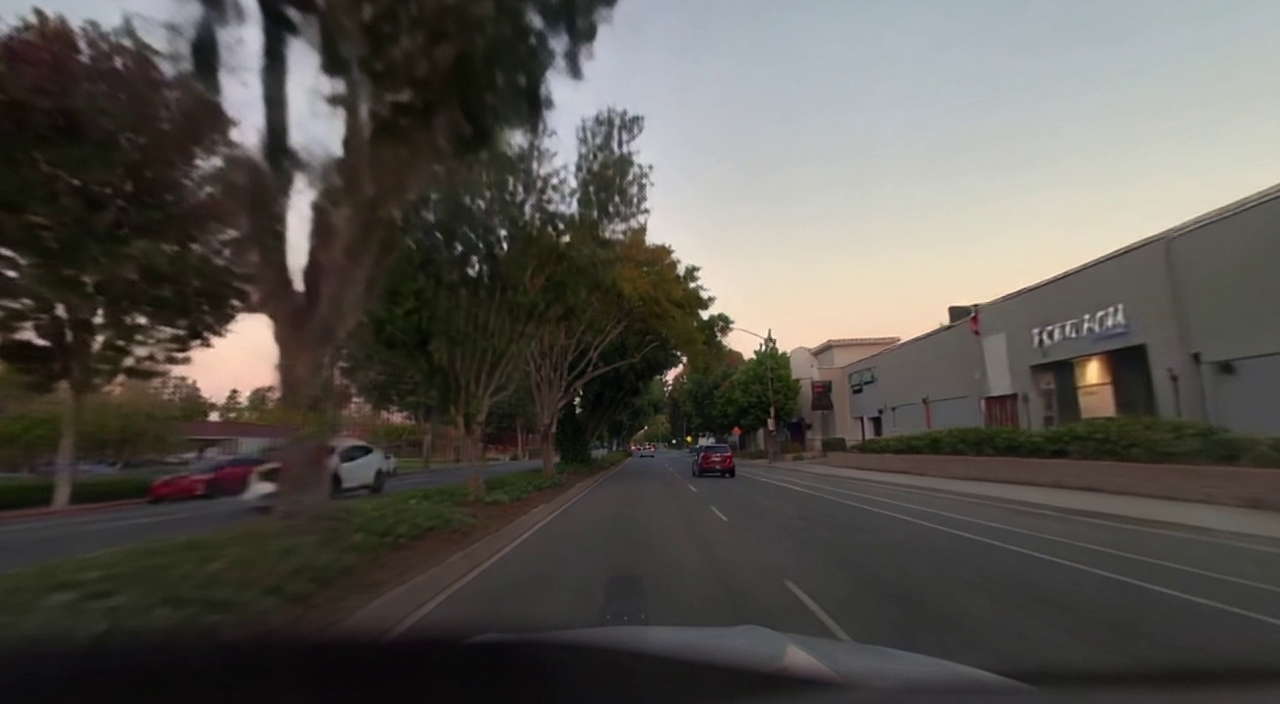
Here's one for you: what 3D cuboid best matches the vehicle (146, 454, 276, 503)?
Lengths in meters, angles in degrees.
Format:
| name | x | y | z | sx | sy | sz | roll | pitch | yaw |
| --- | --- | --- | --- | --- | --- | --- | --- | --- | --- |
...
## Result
| name | x | y | z | sx | sy | sz | roll | pitch | yaw |
| --- | --- | --- | --- | --- | --- | --- | --- | --- | --- |
| vehicle | -16.406 | 4.819 | 24.459 | 1.848 | 1.641 | 4.644 | 0 | -8 | -1 |

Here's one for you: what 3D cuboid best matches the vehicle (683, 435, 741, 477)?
| name | x | y | z | sx | sy | sz | roll | pitch | yaw |
| --- | --- | --- | --- | --- | --- | --- | --- | --- | --- |
| vehicle | 3.265 | 4.822 | 29.451 | 2.143 | 1.759 | 4.378 | 0 | -9 | -1 |

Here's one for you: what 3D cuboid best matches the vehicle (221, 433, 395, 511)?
| name | x | y | z | sx | sy | sz | roll | pitch | yaw |
| --- | --- | --- | --- | --- | --- | --- | --- | --- | --- |
| vehicle | -8.426 | 3.070 | 16.601 | 2.040 | 1.729 | 4.566 | 0 | -9 | 1 |
